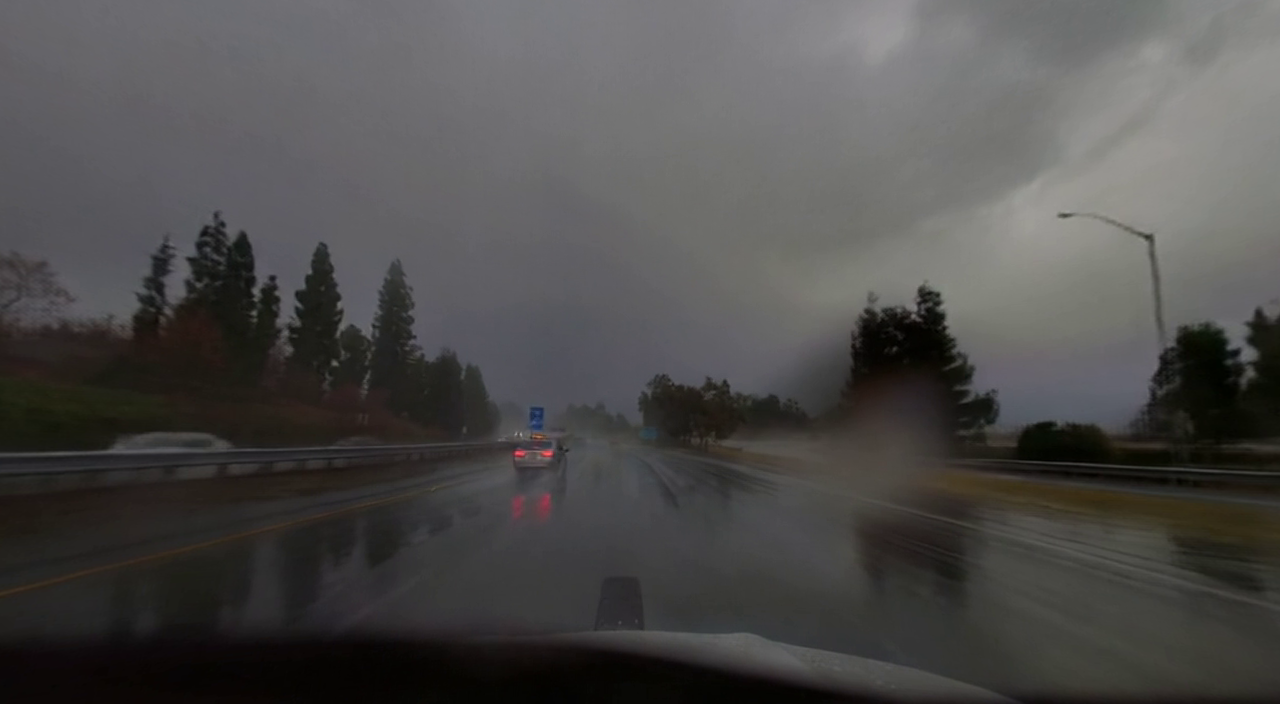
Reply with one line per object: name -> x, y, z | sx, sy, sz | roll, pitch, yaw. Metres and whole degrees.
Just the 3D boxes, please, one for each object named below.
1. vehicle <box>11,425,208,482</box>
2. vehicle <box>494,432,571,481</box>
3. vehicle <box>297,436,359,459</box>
vehicle -> -15.295, 2.937, 18.618 | 1.838, 1.473, 4.625 | 0, -8, -1
vehicle -> -3.825, 3.777, 23.297 | 2.047, 1.612, 4.631 | 0, -8, 0
vehicle -> -19.914, 6.096, 40.441 | 1.892, 1.435, 4.234 | 0, -8, -2
